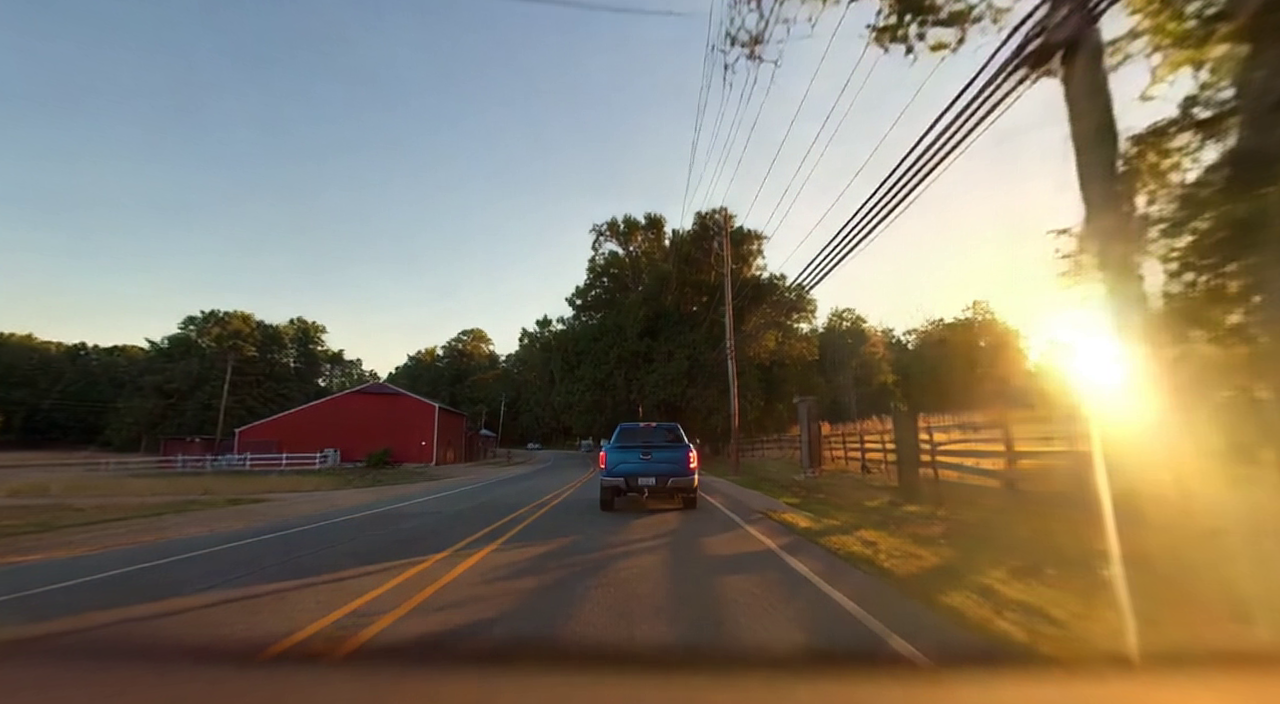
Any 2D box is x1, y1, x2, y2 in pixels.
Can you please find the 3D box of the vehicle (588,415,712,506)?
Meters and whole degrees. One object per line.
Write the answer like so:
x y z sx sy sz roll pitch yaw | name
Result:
0.111 2.811 16.888 2.693 1.941 6.356 0 -8 -2 | vehicle
